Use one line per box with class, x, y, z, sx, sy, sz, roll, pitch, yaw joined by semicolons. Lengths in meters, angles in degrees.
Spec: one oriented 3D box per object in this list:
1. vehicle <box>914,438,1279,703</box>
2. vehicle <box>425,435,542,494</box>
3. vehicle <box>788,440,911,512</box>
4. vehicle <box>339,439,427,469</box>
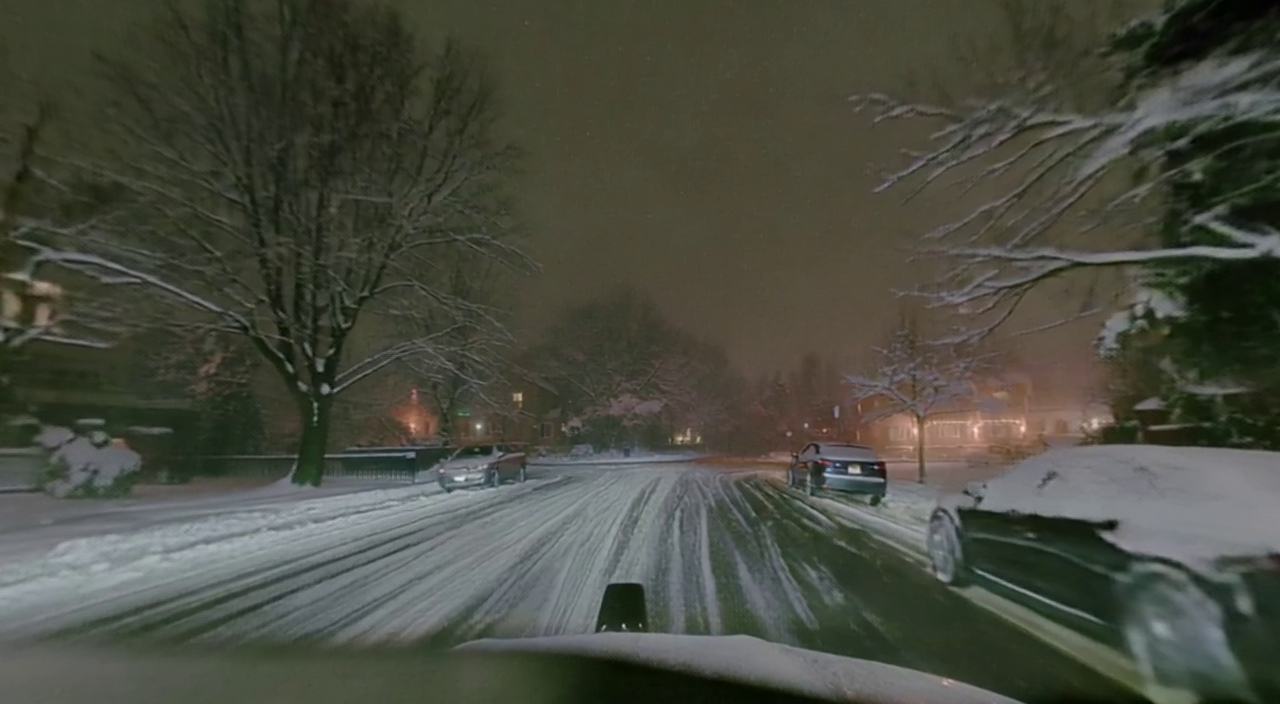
vehicle;3.753;1.312;4.271;2.088;1.429;4.796;-1;-8;6
vehicle;-4.702;3.528;19.643;1.943;1.433;4.717;-7;-11;6
vehicle;4.934;2.913;15.509;1.931;1.395;4.793;0;-8;7
vehicle;-16.991;6.758;41.707;4.879;1.867;2.234;1;-8;-4
